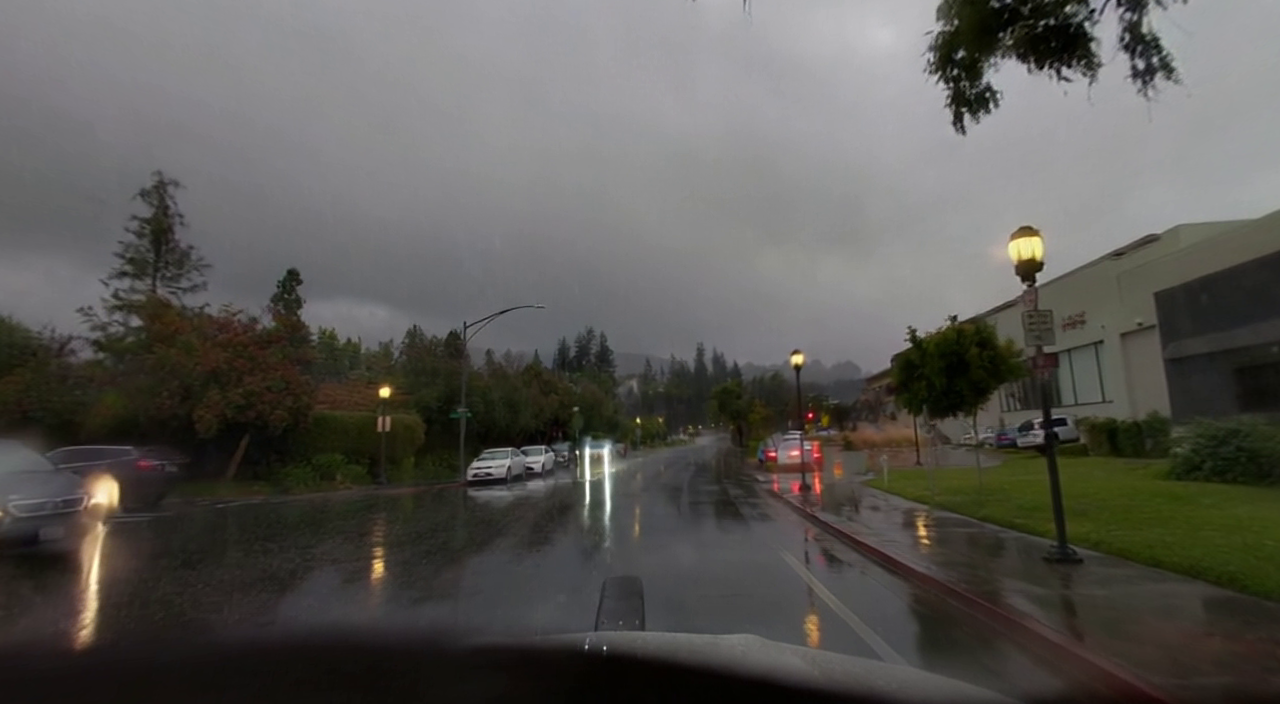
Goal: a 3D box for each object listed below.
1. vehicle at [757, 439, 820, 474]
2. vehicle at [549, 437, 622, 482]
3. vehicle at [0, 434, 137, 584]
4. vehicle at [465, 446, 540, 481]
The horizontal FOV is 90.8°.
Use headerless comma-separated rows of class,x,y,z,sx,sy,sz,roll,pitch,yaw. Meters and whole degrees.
vehicle,6.709,4.755,28.992,1.918,1.461,4.419,0,-8,1
vehicle,-2.123,4.367,25.867,2.110,1.651,4.410,-1,-9,7
vehicle,-8.877,1.875,7.952,4.141,1.620,1.876,-3,-9,18
vehicle,-6.053,4.949,28.393,1.968,1.443,4.358,-1,-9,6
